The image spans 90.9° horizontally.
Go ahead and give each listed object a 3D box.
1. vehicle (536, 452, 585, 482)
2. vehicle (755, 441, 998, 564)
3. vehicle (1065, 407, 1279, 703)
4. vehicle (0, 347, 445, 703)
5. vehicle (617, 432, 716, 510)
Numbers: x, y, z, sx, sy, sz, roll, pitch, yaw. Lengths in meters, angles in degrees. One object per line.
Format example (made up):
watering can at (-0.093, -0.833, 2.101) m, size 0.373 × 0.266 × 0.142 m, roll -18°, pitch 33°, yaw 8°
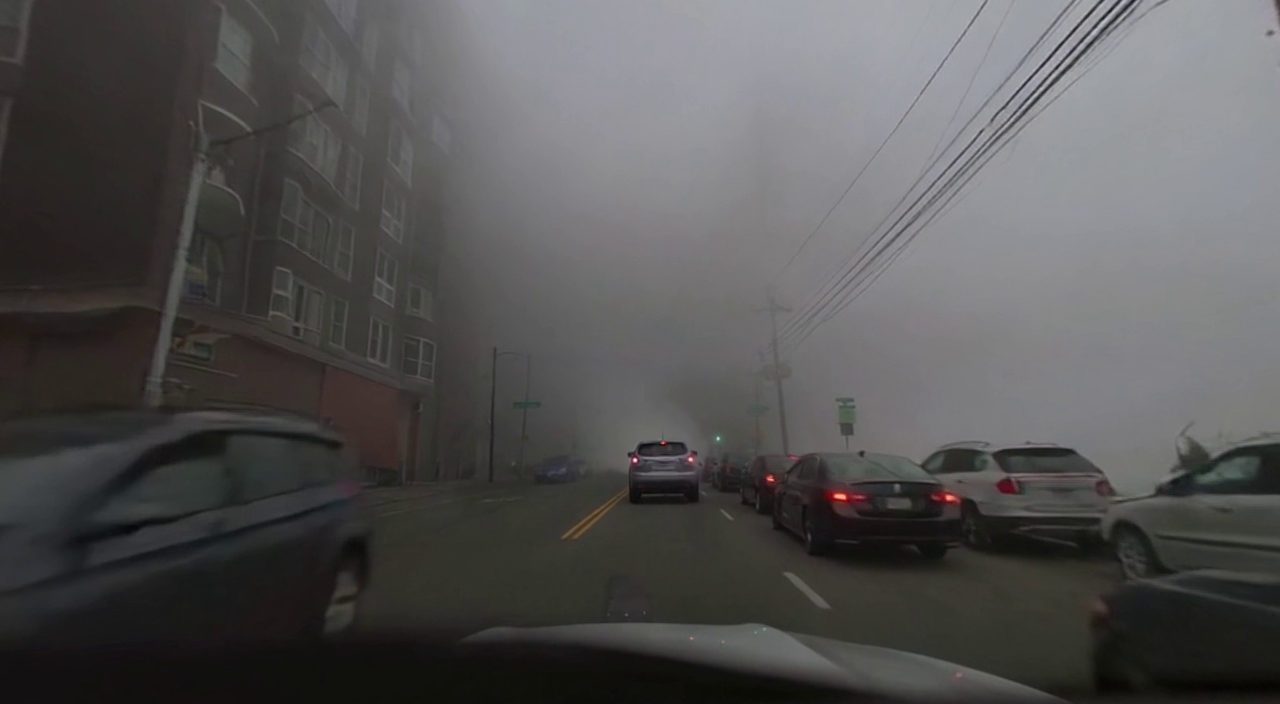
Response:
vehicle at (-4.353, 6.361, 35.157) m, size 1.966 × 1.470 × 4.528 m, roll -1°, pitch -8°, yaw 3°
vehicle at (3.357, 2.216, 10.264) m, size 2.116 × 1.487 × 4.988 m, roll 0°, pitch -8°, yaw 1°
vehicle at (2.862, 0.697, 0.493) m, size 2.029 × 1.460 × 4.451 m, roll 0°, pitch -8°, yaw 1°
vehicle at (-2.808, 1.046, 3.351) m, size 2.023 × 1.646 × 4.282 m, roll -1°, pitch -8°, yaw 2°
vehicle at (0.635, 3.005, 16.368) m, size 2.232 × 1.736 × 4.036 m, roll 0°, pitch -8°, yaw 1°
